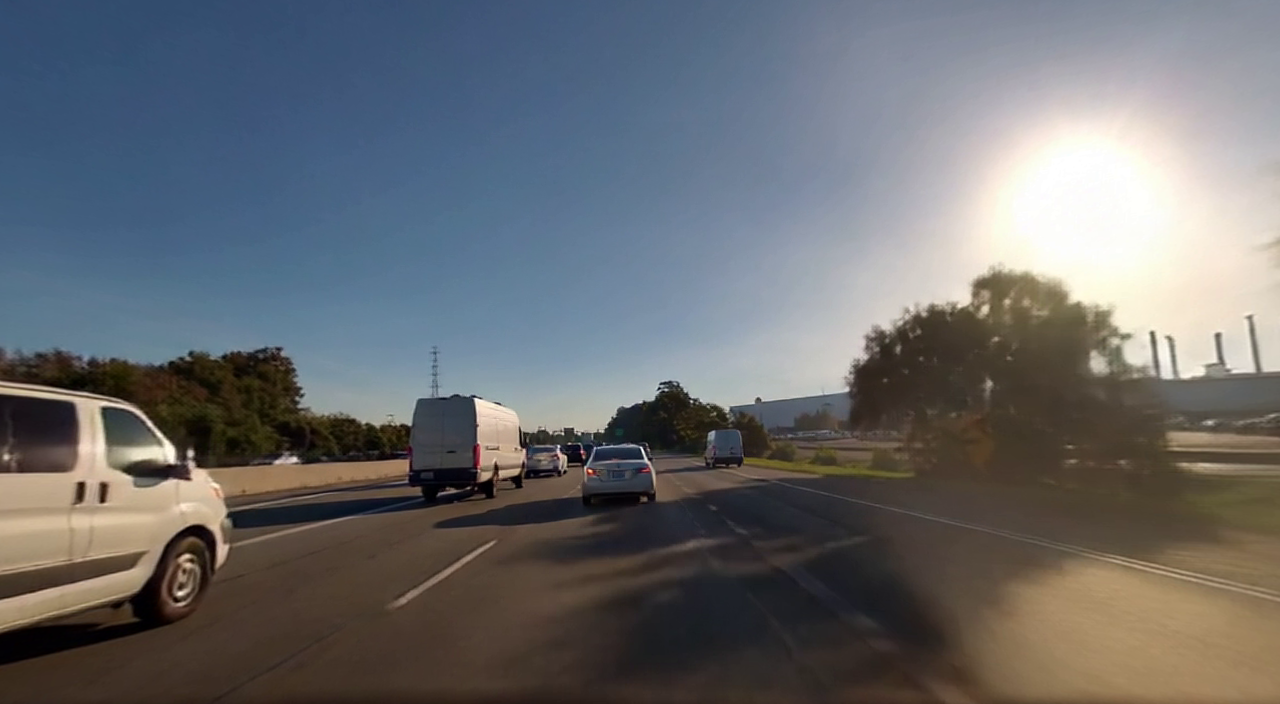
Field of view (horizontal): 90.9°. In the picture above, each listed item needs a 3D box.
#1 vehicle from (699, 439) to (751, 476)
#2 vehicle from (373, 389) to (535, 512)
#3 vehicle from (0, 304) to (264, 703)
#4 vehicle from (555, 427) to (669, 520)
[{"bbox_3d":[4.229,5.318,31.914,2.003,1.754,4.134,0,-9,0],"label":"vehicle"},{"bbox_3d":[-4.567,2.630,16.996,2.248,2.626,6.837,0,-9,0],"label":"vehicle"},{"bbox_3d":[-4.001,0.661,2.281,2.253,1.892,4.823,0,-9,0],"label":"vehicle"},{"bbox_3d":[-0.513,2.554,13.607,2.093,1.695,3.782,0,-9,0],"label":"vehicle"}]
